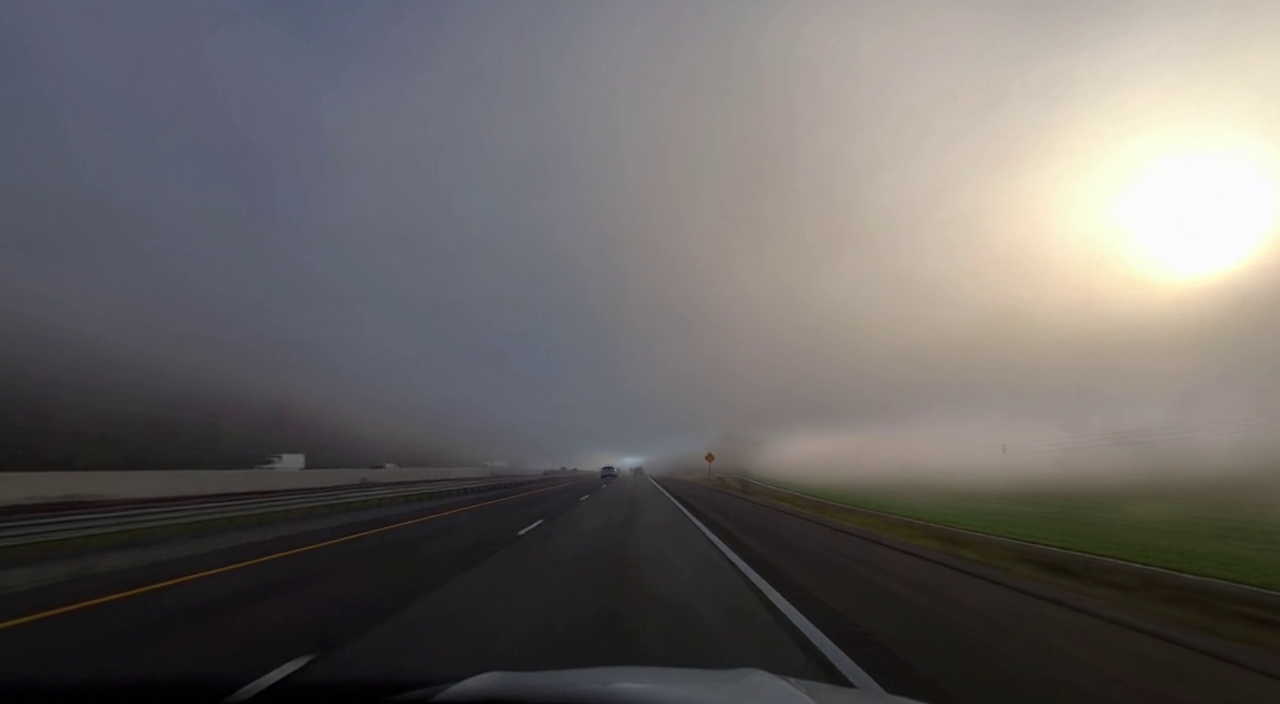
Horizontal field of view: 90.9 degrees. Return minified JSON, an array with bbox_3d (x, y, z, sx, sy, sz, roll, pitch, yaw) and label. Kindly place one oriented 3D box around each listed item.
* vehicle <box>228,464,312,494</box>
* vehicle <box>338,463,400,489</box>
[{"bbox_3d":[-19.186,6.608,32.919,1.829,1.409,4.202,1,-11,0],"label":"vehicle"},{"bbox_3d":[-16.006,7.351,37.420,1.869,1.425,4.143,1,-11,-1],"label":"vehicle"}]
